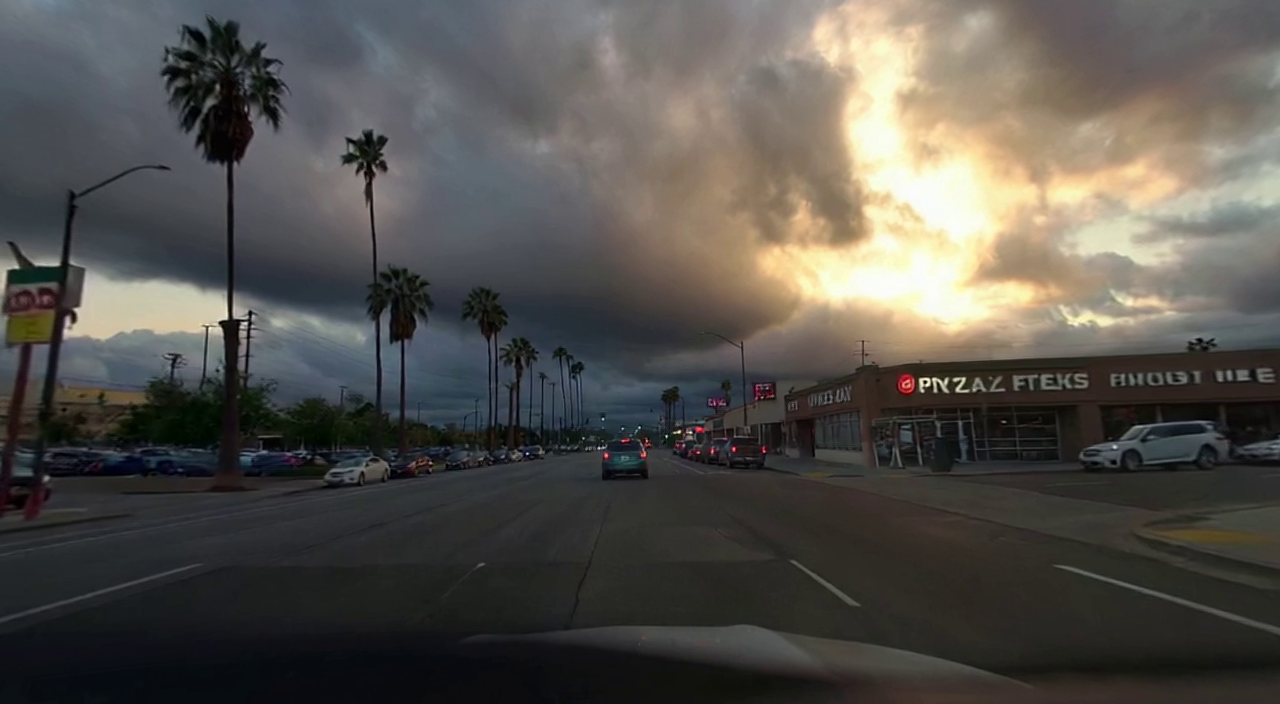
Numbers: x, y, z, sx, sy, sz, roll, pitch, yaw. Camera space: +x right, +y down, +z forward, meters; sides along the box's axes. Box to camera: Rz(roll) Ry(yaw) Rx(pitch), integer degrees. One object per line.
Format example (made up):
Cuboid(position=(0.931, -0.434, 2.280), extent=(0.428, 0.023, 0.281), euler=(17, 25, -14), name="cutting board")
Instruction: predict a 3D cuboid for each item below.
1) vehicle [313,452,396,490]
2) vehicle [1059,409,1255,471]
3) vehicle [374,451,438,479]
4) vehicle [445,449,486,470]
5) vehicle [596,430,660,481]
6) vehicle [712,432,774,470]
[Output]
Cuboid(position=(-13.263, 5.523, 29.572), extent=(1.881, 1.484, 4.565), euler=(-3, -8, -1), name="vehicle")
Cuboid(position=(19.050, 3.296, 23.428), extent=(5.096, 2.029, 2.324), euler=(-2, -9, 0), name="vehicle")
Cuboid(position=(-13.337, 6.447, 36.147), extent=(1.968, 1.472, 4.345), euler=(0, -8, 1), name="vehicle")
Cuboid(position=(-13.344, 8.212, 48.371), extent=(1.840, 1.521, 4.450), euler=(0, -8, 1), name="vehicle")
Cuboid(position=(-0.433, 3.903, 23.930), extent=(2.239, 1.763, 4.096), euler=(0, -8, -1), name="vehicle")
Cuboid(position=(5.574, 5.491, 34.974), extent=(2.430, 1.924, 5.779), euler=(0, -8, 0), name="vehicle")
